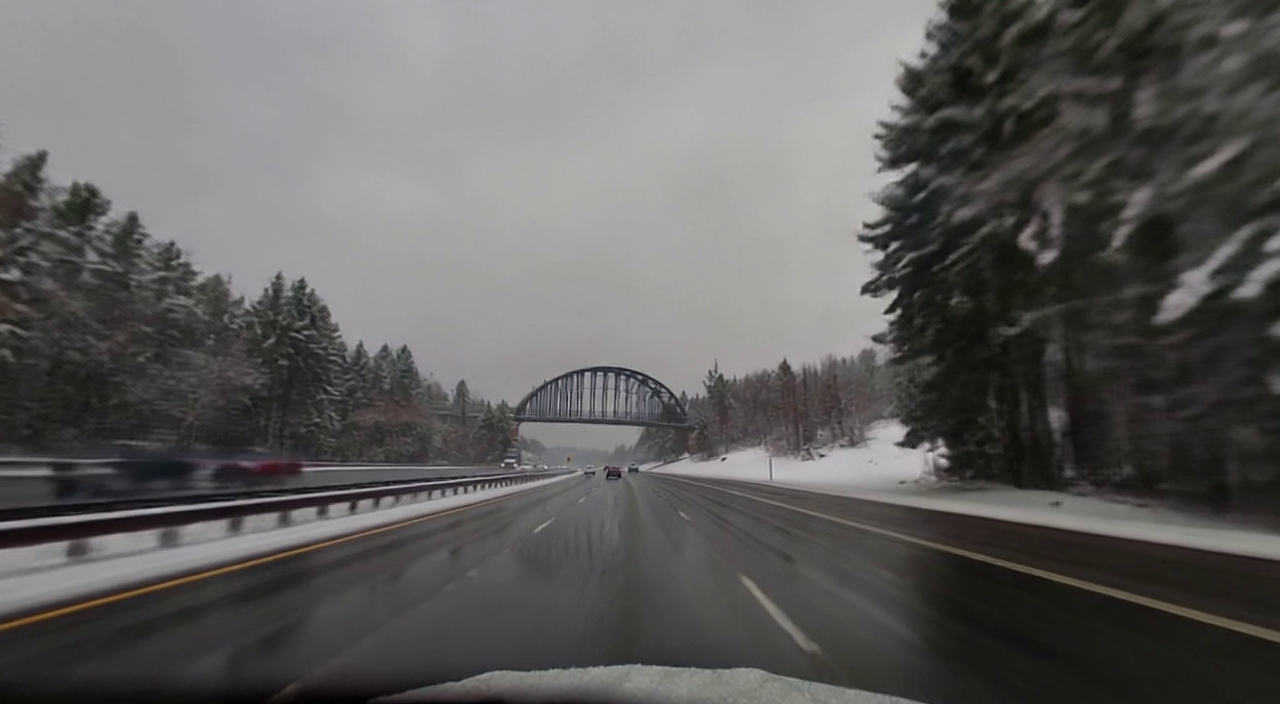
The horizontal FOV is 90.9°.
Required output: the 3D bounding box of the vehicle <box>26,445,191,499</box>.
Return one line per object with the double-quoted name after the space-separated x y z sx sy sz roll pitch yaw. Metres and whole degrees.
-16.160 3.682 19.456 1.868 1.456 3.665 1 -10 -1 "vehicle"
